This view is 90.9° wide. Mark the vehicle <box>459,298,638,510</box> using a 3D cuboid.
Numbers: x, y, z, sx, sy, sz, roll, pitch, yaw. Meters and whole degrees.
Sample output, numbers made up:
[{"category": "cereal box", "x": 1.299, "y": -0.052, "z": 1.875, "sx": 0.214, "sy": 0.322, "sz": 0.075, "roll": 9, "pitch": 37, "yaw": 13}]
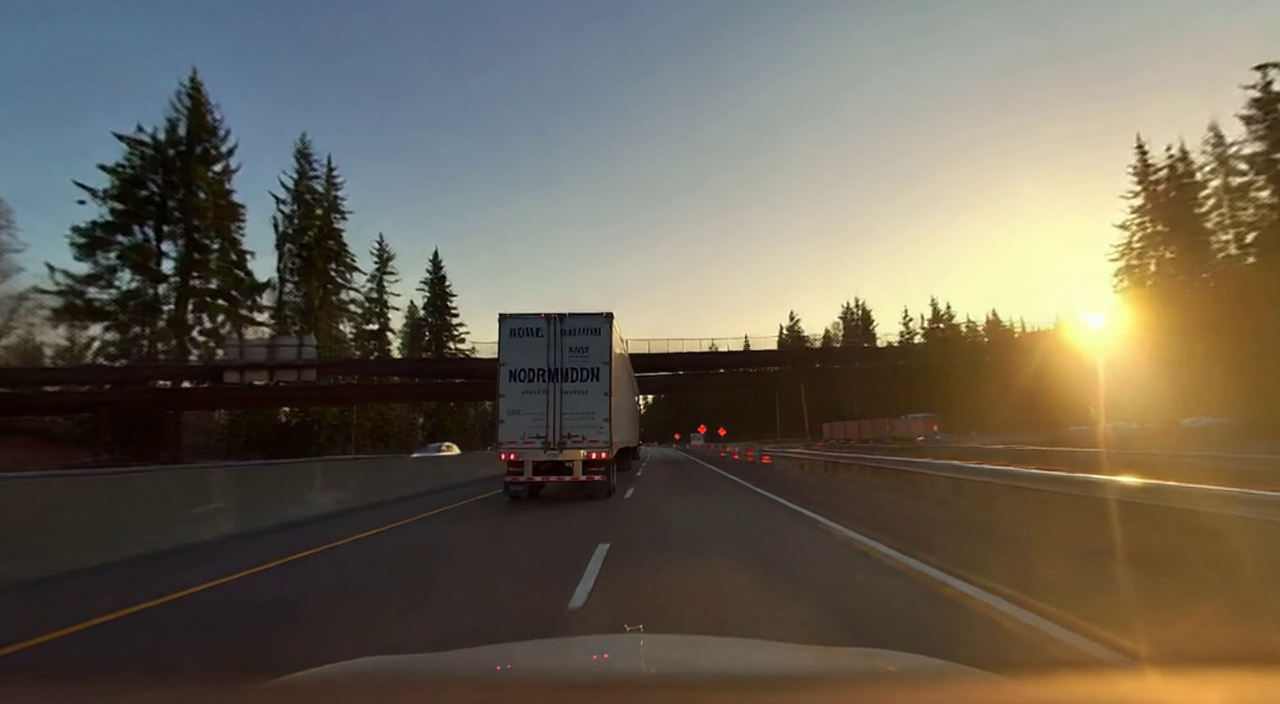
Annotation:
[{"category": "vehicle", "x": -1.733, "y": 2.158, "z": 20.154, "sx": 2.873, "sy": 4.060, "sz": 16.327, "roll": 0, "pitch": -9, "yaw": 2}]
